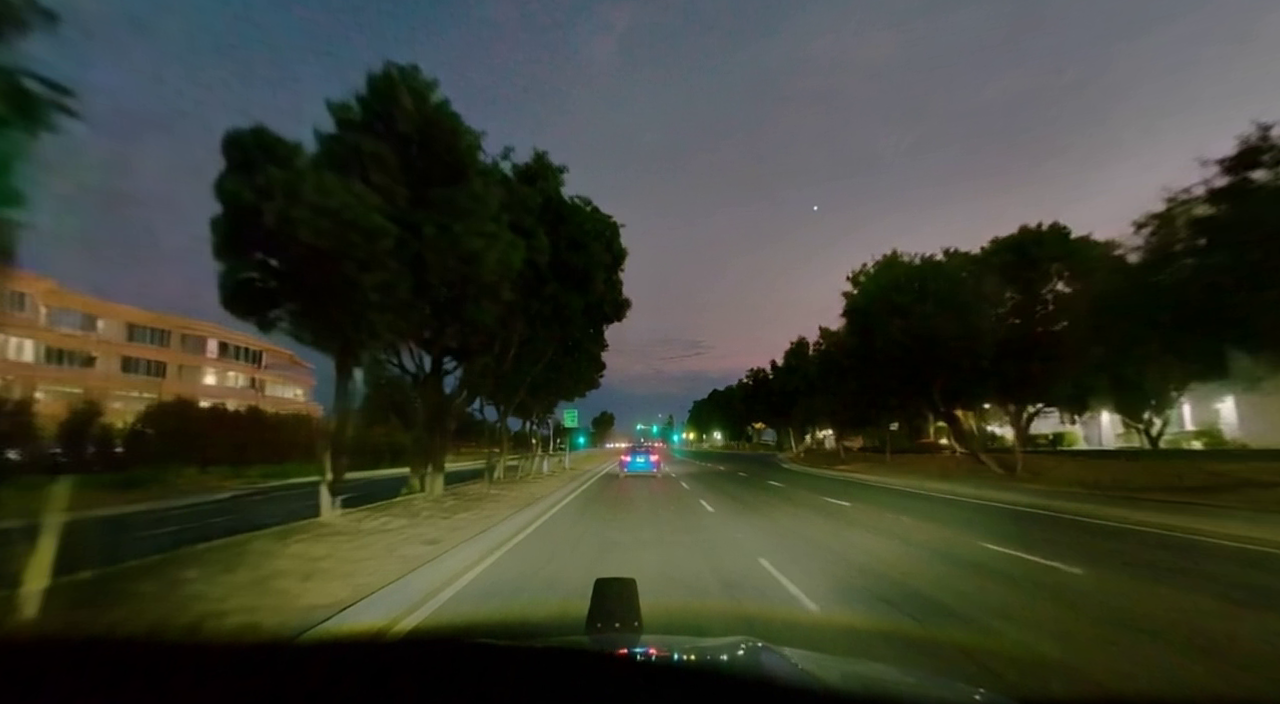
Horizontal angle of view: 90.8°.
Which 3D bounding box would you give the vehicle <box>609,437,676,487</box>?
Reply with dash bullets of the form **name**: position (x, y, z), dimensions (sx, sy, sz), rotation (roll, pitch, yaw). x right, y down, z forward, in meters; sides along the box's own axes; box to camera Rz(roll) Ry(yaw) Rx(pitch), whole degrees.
- **vehicle**: position (0.020, 3.699, 21.571), dimensions (2.042, 1.479, 4.601), rotation (0, -8, -1)
